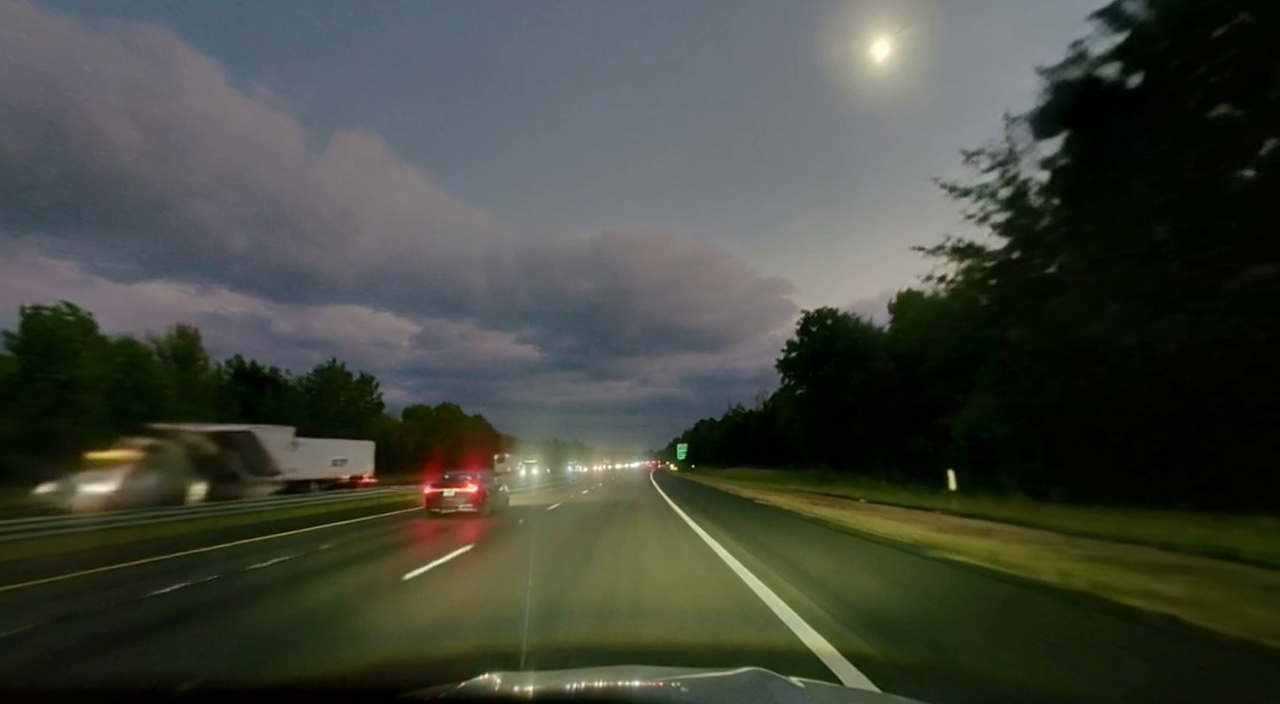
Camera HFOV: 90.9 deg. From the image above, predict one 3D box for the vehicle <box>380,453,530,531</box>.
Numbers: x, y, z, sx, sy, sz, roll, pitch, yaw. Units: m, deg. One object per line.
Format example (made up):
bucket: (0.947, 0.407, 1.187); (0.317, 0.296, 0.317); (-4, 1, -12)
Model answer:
vehicle: (-3.992, 3.134, 14.534); (2.043, 1.486, 4.442); (0, -10, 1)

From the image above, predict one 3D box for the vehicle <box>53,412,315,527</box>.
vehicle: (-13.576, 3.670, 19.856); (2.731, 2.903, 7.291); (1, -10, 0)
